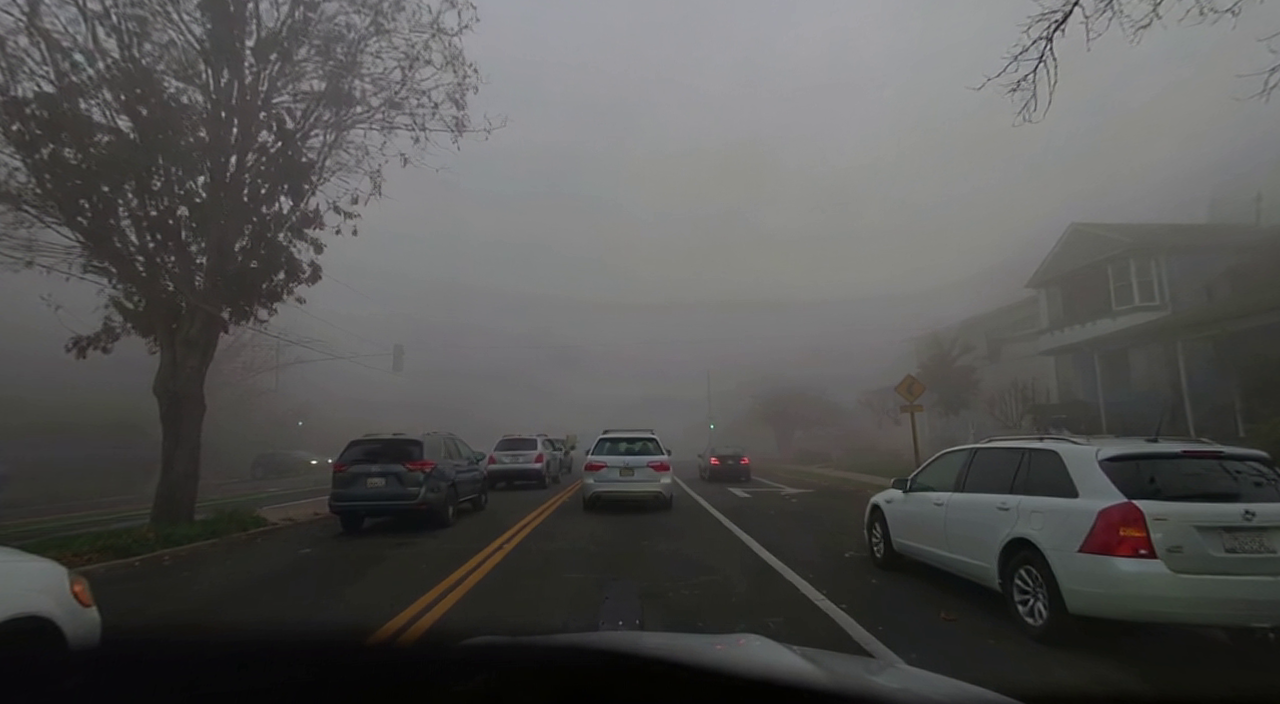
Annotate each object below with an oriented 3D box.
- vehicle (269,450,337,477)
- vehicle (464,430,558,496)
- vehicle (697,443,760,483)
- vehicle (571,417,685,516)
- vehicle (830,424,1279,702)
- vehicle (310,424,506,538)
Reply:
[{"bbox_3d":[-22.381,7.399,42.184,2.060,1.643,4.623,0,-8,-1],"label":"vehicle"},{"bbox_3d":[-3.649,3.223,18.678,1.932,1.695,4.150,0,-8,0],"label":"vehicle"},{"bbox_3d":[3.484,4.436,25.651,1.880,1.476,3.932,0,-8,-1],"label":"vehicle"},{"bbox_3d":[-0.277,2.490,14.193,2.164,1.867,4.254,0,-8,-1],"label":"vehicle"},{"bbox_3d":[3.469,1.479,5.776,1.977,1.480,4.589,0,-8,-1],"label":"vehicle"},{"bbox_3d":[-3.724,2.127,11.086,1.864,1.576,4.324,0,-8,-1],"label":"vehicle"}]
